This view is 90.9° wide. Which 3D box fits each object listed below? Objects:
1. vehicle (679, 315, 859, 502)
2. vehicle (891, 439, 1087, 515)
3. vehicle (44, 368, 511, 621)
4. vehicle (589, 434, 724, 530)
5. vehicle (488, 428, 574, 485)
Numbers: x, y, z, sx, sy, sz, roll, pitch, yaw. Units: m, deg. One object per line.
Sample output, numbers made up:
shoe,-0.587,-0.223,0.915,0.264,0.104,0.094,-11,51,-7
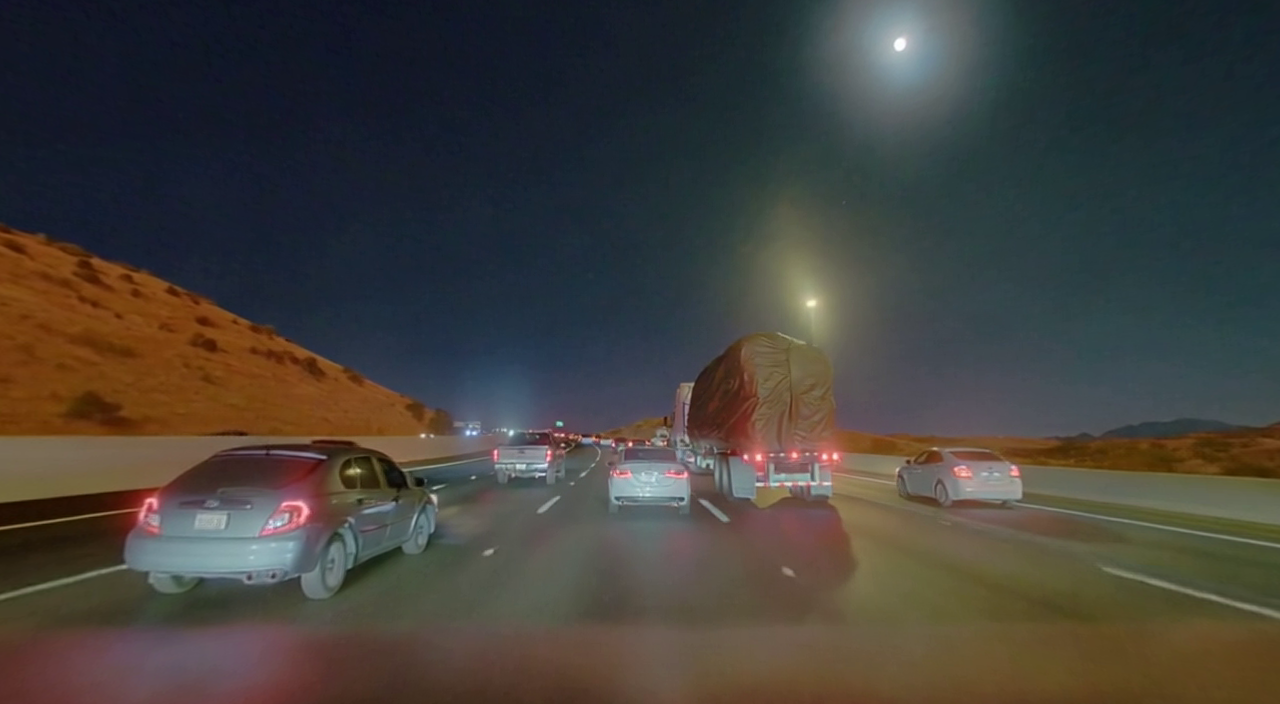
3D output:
vehicle,3.135,1.977,19.236,2.759,4.098,10.906,0,-8,-2
vehicle,7.763,2.782,14.633,2.092,1.495,4.194,0,-8,-1
vehicle,-3.281,1.448,7.505,2.318,1.902,5.374,0,-8,1
vehicle,0.197,2.314,11.863,2.105,1.471,3.978,0,-8,-2
vehicle,-3.744,3.716,22.761,2.348,1.821,5.061,0,-8,-2
